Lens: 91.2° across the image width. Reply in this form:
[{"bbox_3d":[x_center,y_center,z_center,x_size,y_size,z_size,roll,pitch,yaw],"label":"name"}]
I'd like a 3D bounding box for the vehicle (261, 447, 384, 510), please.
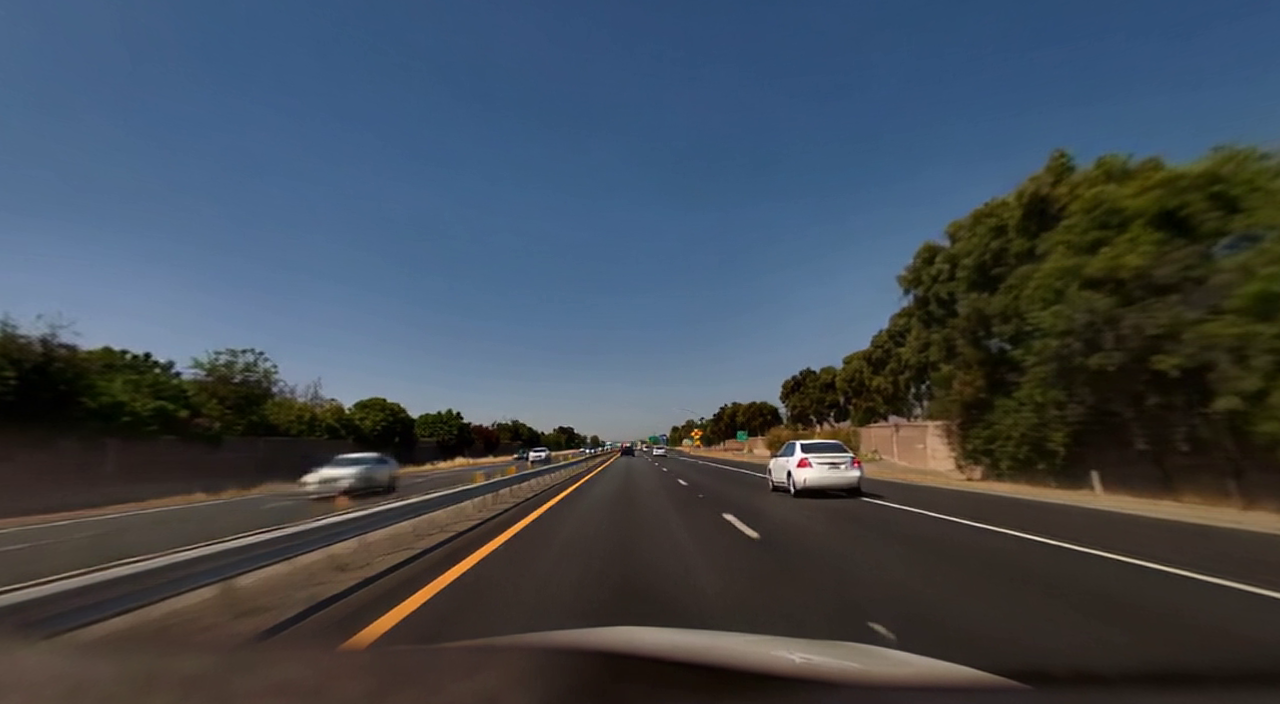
[{"bbox_3d":[-9.176,3.651,18.551,1.956,1.583,4.227,1,-9,-9],"label":"vehicle"}]

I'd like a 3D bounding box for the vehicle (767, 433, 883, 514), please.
[{"bbox_3d":[4.038,2.699,14.410,2.001,1.555,4.098,-2,-9,9],"label":"vehicle"}]
